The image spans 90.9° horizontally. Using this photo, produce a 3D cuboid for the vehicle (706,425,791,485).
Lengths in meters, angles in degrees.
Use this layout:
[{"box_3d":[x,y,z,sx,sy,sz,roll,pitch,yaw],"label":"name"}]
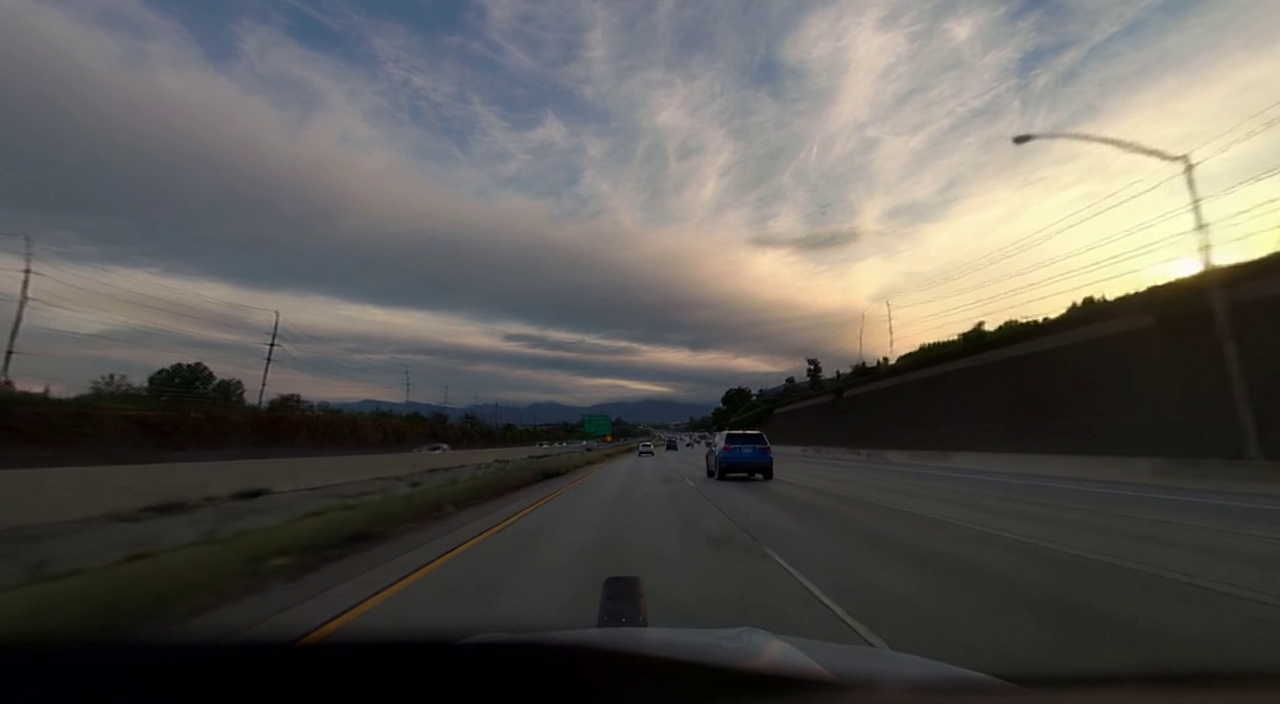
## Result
[{"box_3d":[3.586,3.503,21.722,2.120,1.832,4.287,0,-8,-1],"label":"vehicle"}]
